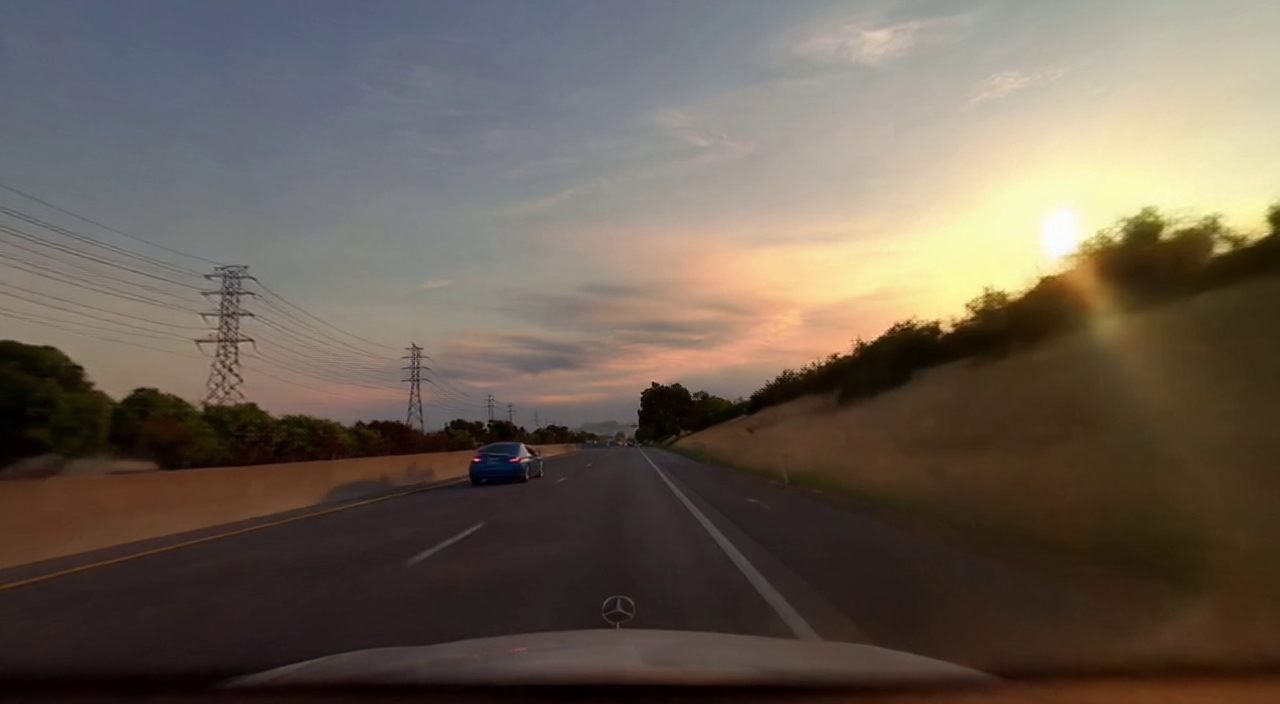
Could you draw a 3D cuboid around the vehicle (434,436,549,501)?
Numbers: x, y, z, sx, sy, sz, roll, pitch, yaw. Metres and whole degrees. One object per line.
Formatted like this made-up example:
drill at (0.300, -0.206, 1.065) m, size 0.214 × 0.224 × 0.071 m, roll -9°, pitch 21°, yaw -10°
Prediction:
vehicle at (-4.058, 3.252, 18.152) m, size 2.158 × 1.604 × 4.679 m, roll 0°, pitch -8°, yaw 0°
